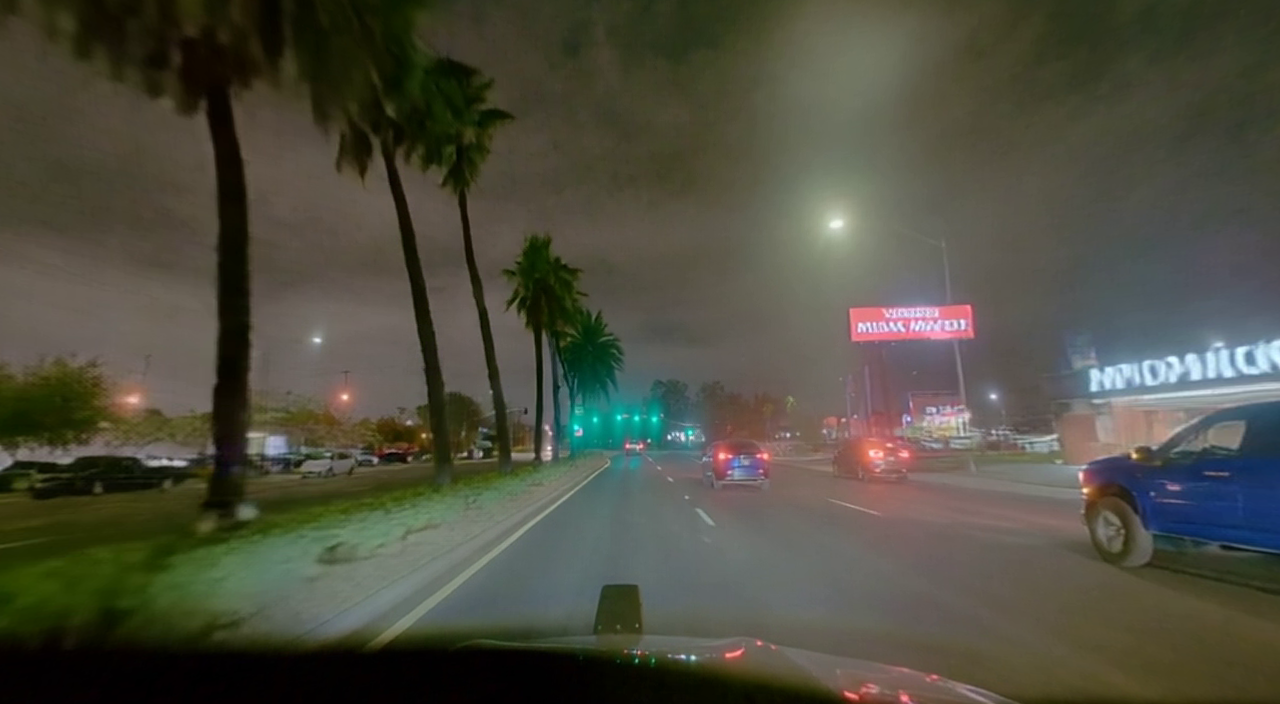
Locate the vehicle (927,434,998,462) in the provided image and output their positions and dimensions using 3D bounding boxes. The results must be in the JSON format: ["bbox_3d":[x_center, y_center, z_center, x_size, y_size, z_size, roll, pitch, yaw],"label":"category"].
[{"bbox_3d":[20.640,6.162,40.619,1.925,1.724,4.458,0,-9,-4],"label":"vehicle"}]

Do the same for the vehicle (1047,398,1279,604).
[{"bbox_3d":[6.114,1.171,4.974,2.140,1.606,5.437,0,-9,-1],"label":"vehicle"}]

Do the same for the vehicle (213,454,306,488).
[{"bbox_3d":[-19.408,6.060,32.535,1.983,1.492,4.904,0,-8,-3],"label":"vehicle"}]

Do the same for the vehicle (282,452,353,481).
[{"bbox_3d":[-19.476,6.914,38.428,1.840,1.524,4.923,0,-8,-2],"label":"vehicle"}]

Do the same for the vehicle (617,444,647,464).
[{"bbox_3d":[-0.671,7.986,49.572,2.258,1.468,4.076,0,-8,-2],"label":"vehicle"}]

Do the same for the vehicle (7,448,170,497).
[{"bbox_3d":[-24.241,5.283,28.220,2.112,1.821,5.960,-2,-8,-2],"label":"vehicle"}]

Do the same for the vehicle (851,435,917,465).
[{"bbox_3d":[15.406,6.215,40.218,2.067,1.772,4.910,0,-8,-2],"label":"vehicle"}]

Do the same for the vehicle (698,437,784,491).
[{"bbox_3d":[3.114,3.550,20.425,1.889,1.541,4.303,0,-8,-2],"label":"vehicle"}]
